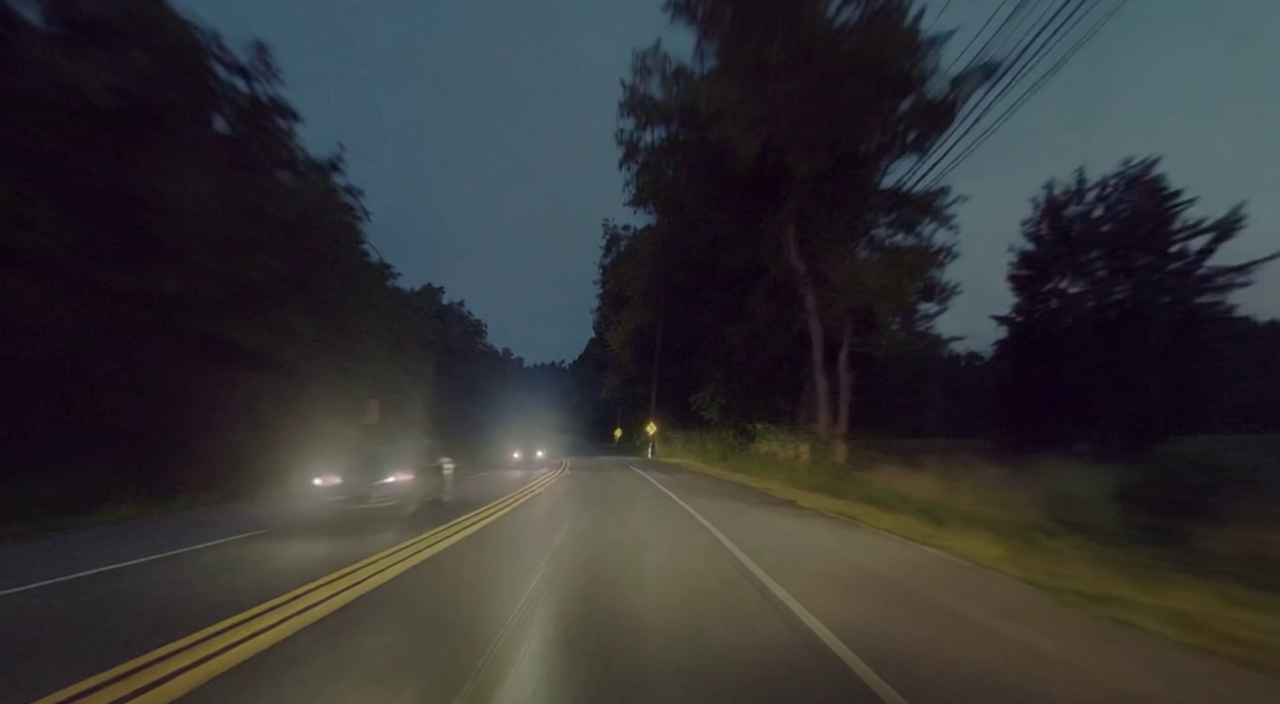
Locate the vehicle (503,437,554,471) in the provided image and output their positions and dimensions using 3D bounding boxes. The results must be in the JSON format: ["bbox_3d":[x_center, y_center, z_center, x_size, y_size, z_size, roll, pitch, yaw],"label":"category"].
[{"bbox_3d":[-5.859,5.392,33.692,2.165,1.648,4.605,1,-8,-4],"label":"vehicle"}]

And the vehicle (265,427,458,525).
[{"bbox_3d":[-5.486,2.479,13.236,2.143,1.694,4.326,0,-8,-2],"label":"vehicle"}]
